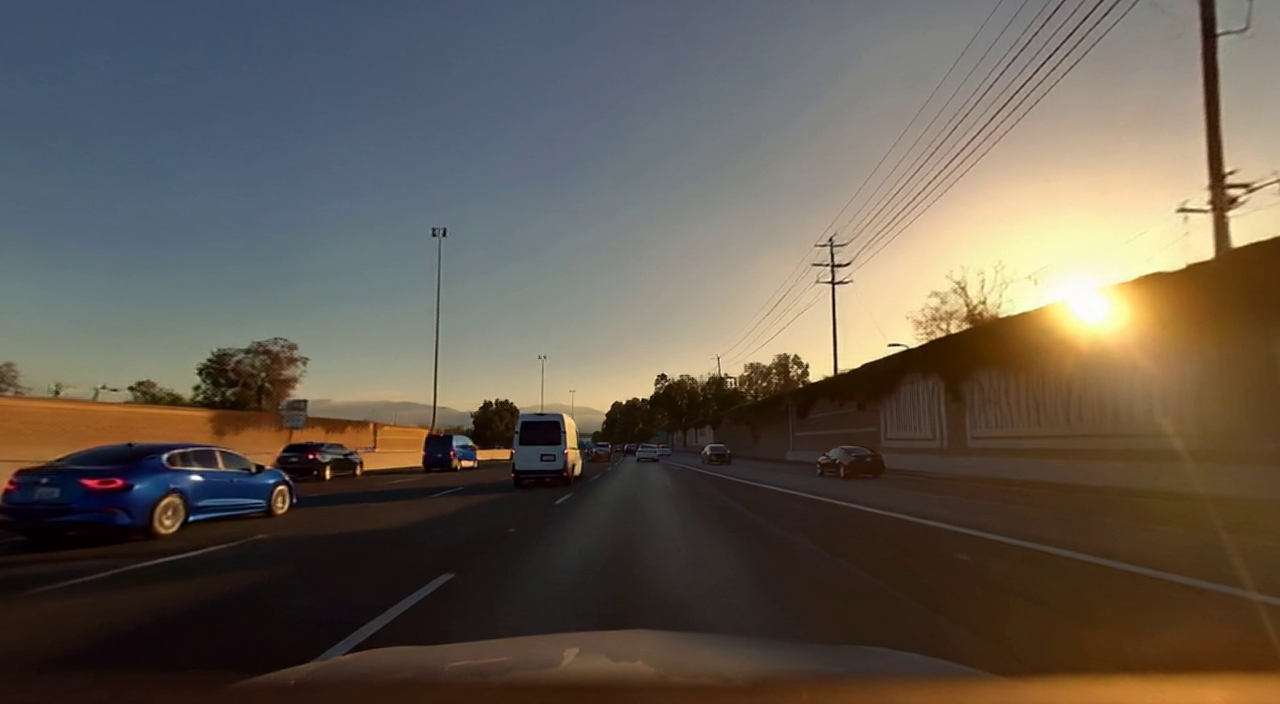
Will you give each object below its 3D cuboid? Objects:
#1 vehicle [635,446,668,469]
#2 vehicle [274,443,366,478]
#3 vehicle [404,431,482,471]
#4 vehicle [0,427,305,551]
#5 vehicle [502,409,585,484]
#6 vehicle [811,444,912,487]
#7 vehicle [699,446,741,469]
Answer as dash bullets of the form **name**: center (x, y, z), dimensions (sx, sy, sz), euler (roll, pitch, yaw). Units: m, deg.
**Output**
- **vehicle**: center (0.761, 7.406, 44.416), dimensions (2.084, 1.492, 4.137), euler (0, -9, -2)
- **vehicle**: center (-15.037, 5.120, 29.927), dimensions (1.937, 1.523, 4.708), euler (0, -9, 0)
- **vehicle**: center (-11.482, 5.863, 37.308), dimensions (2.596, 2.162, 6.328), euler (0, -9, 0)
- **vehicle**: center (-7.609, 2.065, 10.176), dimensions (1.967, 1.525, 4.458), euler (0, -9, -1)
- **vehicle**: center (-3.729, 3.840, 25.595), dimensions (2.395, 2.660, 5.827), euler (0, -9, 0)
- **vehicle**: center (8.242, 4.259, 23.954), dimensions (2.052, 1.470, 4.364), euler (0, -9, -3)
- **vehicle**: center (5.574, 7.453, 44.517), dimensions (2.095, 1.504, 4.536), euler (0, -9, -3)
